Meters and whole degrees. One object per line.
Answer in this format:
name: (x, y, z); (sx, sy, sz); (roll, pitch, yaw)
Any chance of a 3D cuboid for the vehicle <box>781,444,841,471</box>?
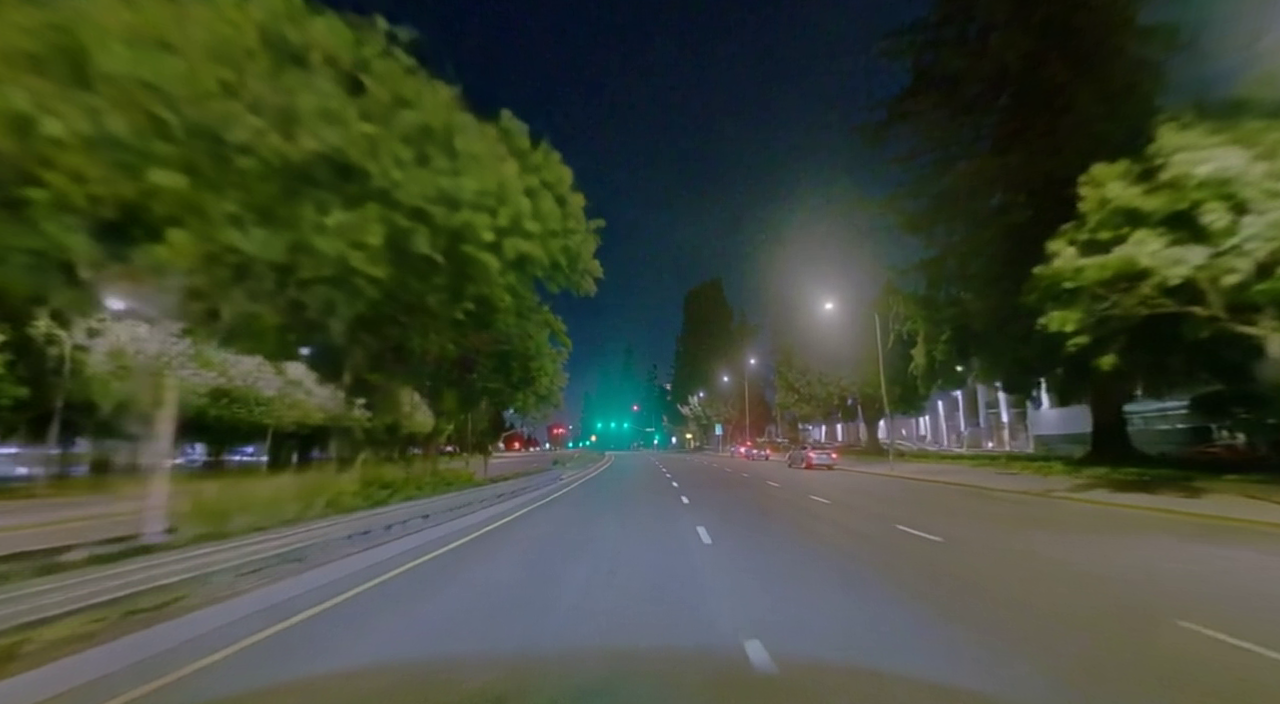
vehicle: (10.543, 6.523, 39.303); (2.109, 1.533, 5.664); (0, -8, -1)
